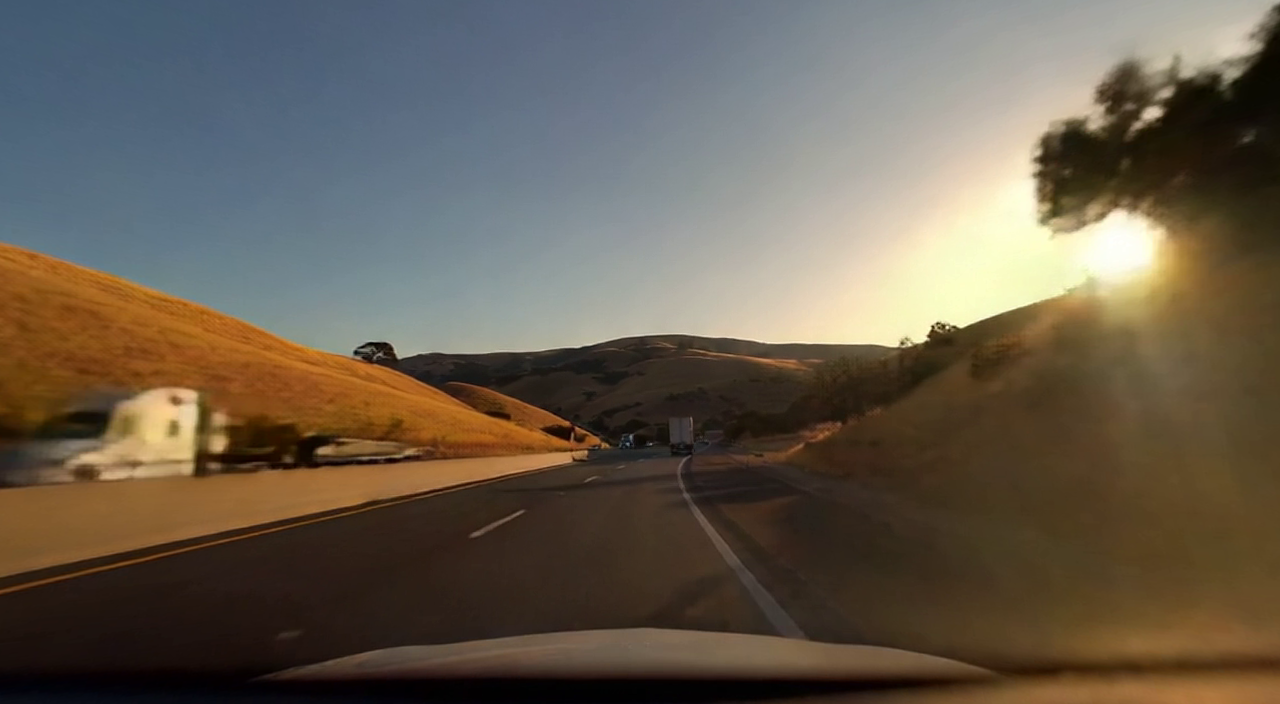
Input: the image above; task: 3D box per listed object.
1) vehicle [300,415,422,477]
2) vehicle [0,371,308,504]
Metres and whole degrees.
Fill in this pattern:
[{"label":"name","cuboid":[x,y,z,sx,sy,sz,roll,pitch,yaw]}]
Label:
[{"label":"vehicle","cuboid":[-14.387,5.002,33.414,2.777,2.828,8.062,0,-9,0]},{"label":"vehicle","cuboid":[-14.386,2.789,19.922,2.932,3.214,9.129,0,-9,-1]}]
